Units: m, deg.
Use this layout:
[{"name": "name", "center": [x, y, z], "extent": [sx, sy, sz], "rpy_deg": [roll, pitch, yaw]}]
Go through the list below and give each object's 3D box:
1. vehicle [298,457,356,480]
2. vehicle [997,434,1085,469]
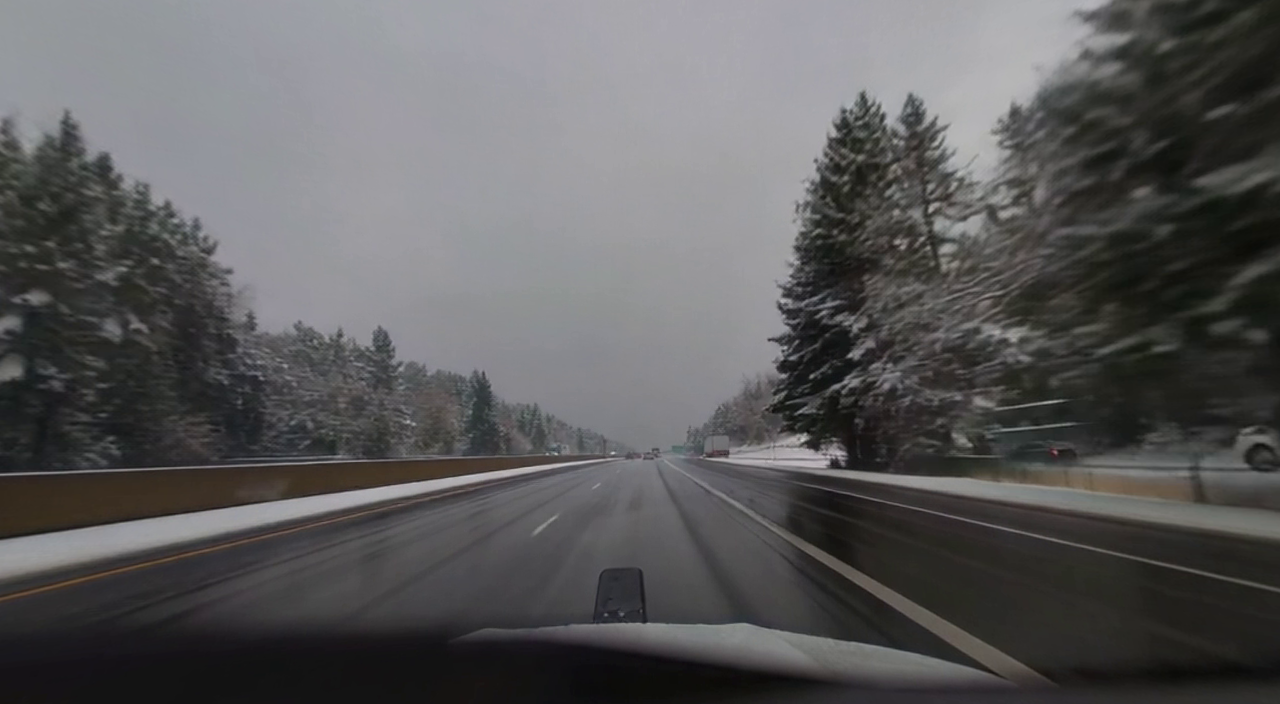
[{"name": "vehicle", "center": [-23.825, 8.873, 48.147], "extent": [1.961, 1.576, 4.648], "rpy_deg": [0, -9, 2]}, {"name": "vehicle", "center": [22.292, 5.566, 35.214], "extent": [2.038, 1.823, 3.744], "rpy_deg": [1, -9, -8]}]
